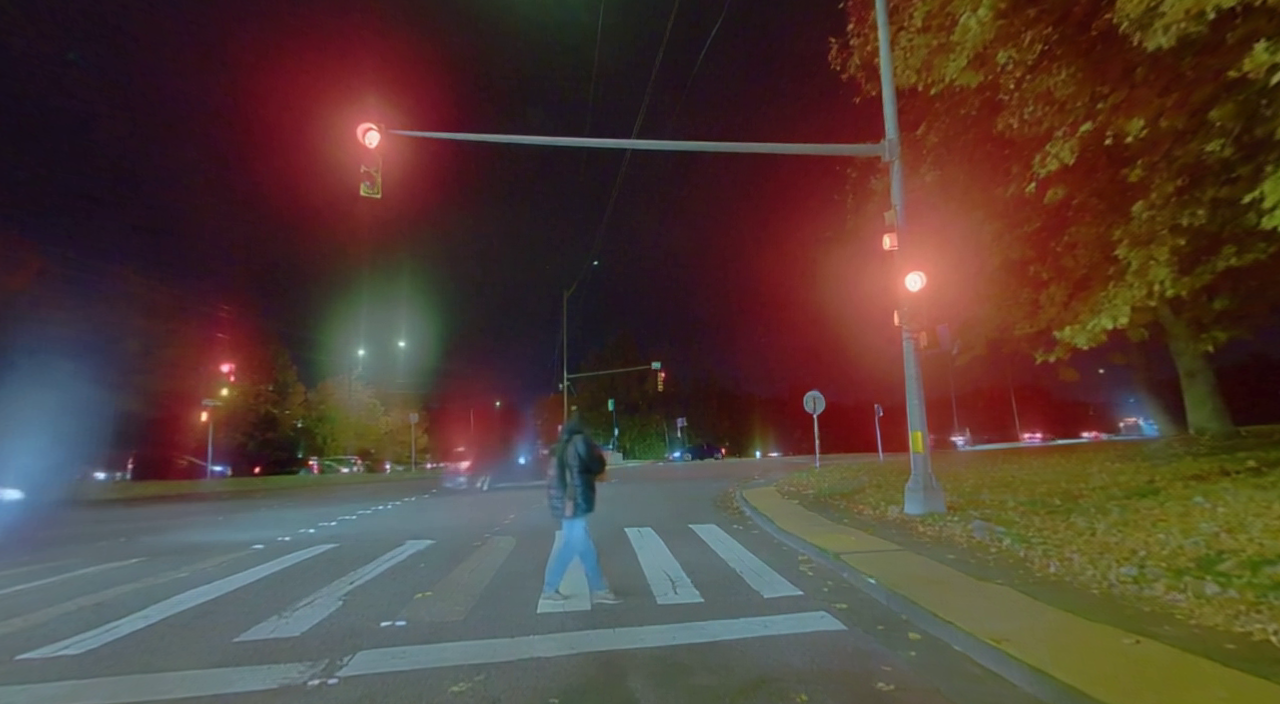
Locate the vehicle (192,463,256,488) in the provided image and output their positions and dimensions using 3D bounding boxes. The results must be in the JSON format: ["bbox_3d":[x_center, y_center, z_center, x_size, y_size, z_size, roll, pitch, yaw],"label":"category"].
[{"bbox_3d":[-28.564,8.474,43.174,1.768,1.465,3.972,0,-9,-1],"label":"vehicle"}]

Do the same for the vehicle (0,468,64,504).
[{"bbox_3d":[-30.340,6.444,30.321,1.800,1.520,3.968,2,-9,-14],"label":"vehicle"}]

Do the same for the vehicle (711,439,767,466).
[{"bbox_3d":[6.969,7.024,43.947,1.867,1.743,4.259,-8,-11,39],"label":"vehicle"}]

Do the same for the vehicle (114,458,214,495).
[{"bbox_3d":[-27.859,7.260,36.943,2.064,1.913,5.081,0,-9,-4],"label":"vehicle"}]

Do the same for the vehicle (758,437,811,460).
[{"bbox_3d":[11.461,7.584,49.363,1.979,1.659,4.907,-8,-11,39],"label":"vehicle"}]

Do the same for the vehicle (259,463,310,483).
[{"bbox_3d":[-28.141,9.570,49.746,1.776,1.452,3.920,0,-9,0],"label":"vehicle"}]

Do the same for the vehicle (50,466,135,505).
[{"bbox_3d":[-25.441,6.157,29.278,1.694,1.528,4.225,3,-9,-24],"label":"vehicle"}]

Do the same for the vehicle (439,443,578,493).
[{"bbox_3d":[-4.602,4.087,22.581,1.915,1.586,4.734,-7,-11,38],"label":"vehicle"}]
